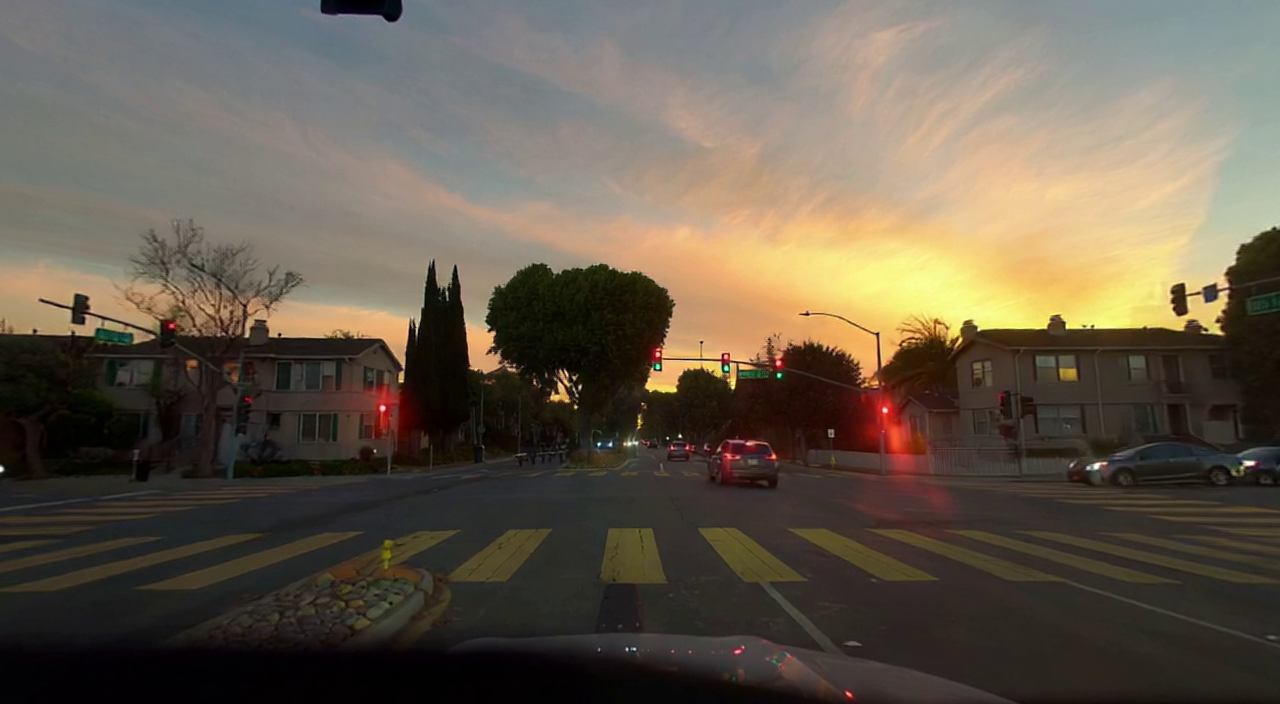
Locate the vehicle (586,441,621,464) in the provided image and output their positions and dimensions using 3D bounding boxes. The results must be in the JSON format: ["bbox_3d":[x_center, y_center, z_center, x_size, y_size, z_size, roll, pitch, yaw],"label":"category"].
[{"bbox_3d":[-2.400,6.714,42.287,2.045,1.484,3.991,0,-9,0],"label":"vehicle"}]

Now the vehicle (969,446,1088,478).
[{"bbox_3d":[19.733,5.606,32.246,4.874,1.544,1.779,0,-9,1],"label":"vehicle"}]

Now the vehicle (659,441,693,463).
[{"bbox_3d":[2.641,7.422,46.899,2.142,1.506,4.948,0,-9,-1],"label":"vehicle"}]

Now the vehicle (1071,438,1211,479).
[{"bbox_3d":[23.497,4.989,29.751,4.807,1.835,2.033,0,-9,-1],"label":"vehicle"}]

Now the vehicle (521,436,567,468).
[{"bbox_3d":[-5.444,5.688,36.195,2.025,1.704,4.104,0,-9,0],"label":"vehicle"}]

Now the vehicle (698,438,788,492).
[{"bbox_3d":[2.992,3.397,19.376,1.947,1.467,4.455,0,-9,-1],"label":"vehicle"}]

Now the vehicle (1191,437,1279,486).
[{"bbox_3d":[23.629,4.041,23.472,4.417,1.725,1.969,0,-9,-1],"label":"vehicle"}]
